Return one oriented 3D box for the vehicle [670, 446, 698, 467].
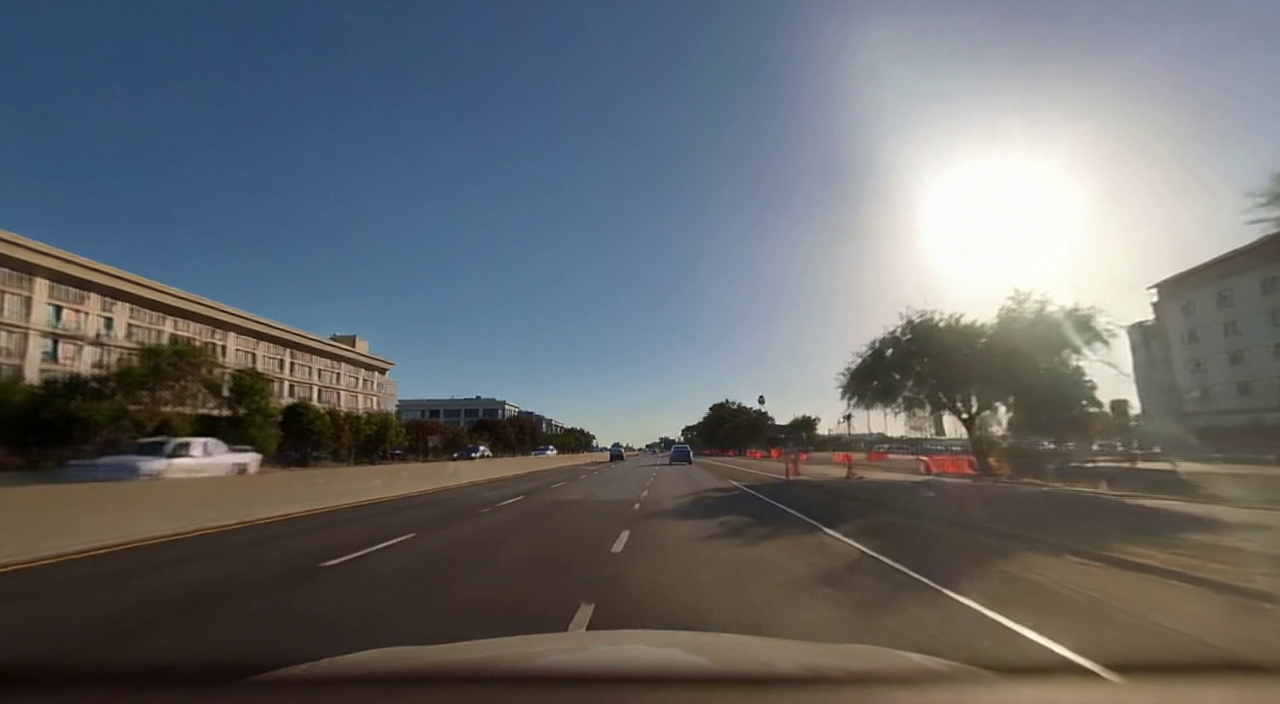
[{"bbox_3d":[3.437,8.233,49.883,1.974,1.557,4.479,0,-9,1],"label":"vehicle"}]
